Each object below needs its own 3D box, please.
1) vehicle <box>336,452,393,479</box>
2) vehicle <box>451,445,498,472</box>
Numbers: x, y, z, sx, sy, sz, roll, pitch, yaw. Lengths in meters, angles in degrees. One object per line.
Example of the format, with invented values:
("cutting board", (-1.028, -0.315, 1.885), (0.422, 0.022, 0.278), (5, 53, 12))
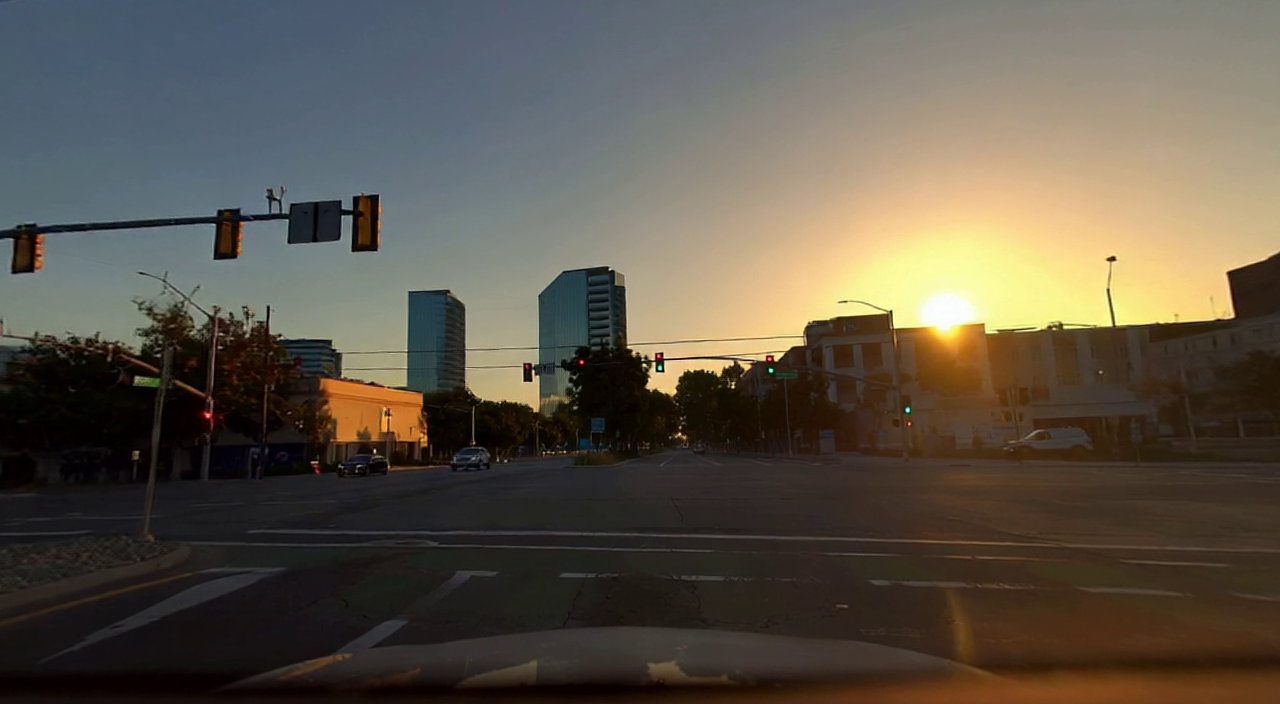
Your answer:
("vehicle", (-18.850, 7.759, 43.365), (1.933, 1.664, 4.255), (0, -9, 1))
("vehicle", (-12.163, 7.854, 46.670), (2.151, 1.847, 4.634), (0, -9, 0))
